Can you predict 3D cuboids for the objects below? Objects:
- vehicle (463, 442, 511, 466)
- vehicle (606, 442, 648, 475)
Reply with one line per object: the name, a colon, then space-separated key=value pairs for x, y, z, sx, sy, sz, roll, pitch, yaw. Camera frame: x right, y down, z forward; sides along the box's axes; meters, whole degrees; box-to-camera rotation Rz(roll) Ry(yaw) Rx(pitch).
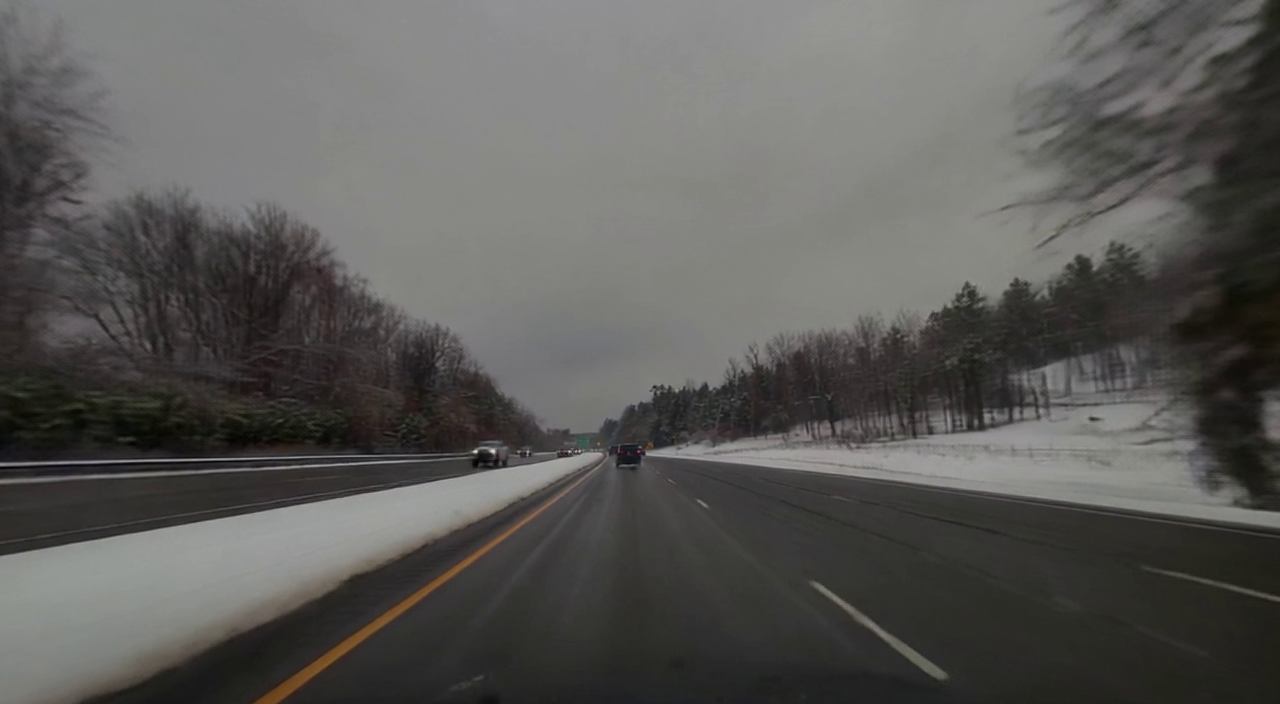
vehicle: x=-10.447 y=7.026 z=43.142 sx=2.128 sy=1.510 sz=5.066 roll=0 pitch=-9 yaw=-1
vehicle: x=-0.729 y=5.867 z=34.667 sx=2.151 sy=1.693 sz=4.201 roll=0 pitch=-9 yaw=-2
